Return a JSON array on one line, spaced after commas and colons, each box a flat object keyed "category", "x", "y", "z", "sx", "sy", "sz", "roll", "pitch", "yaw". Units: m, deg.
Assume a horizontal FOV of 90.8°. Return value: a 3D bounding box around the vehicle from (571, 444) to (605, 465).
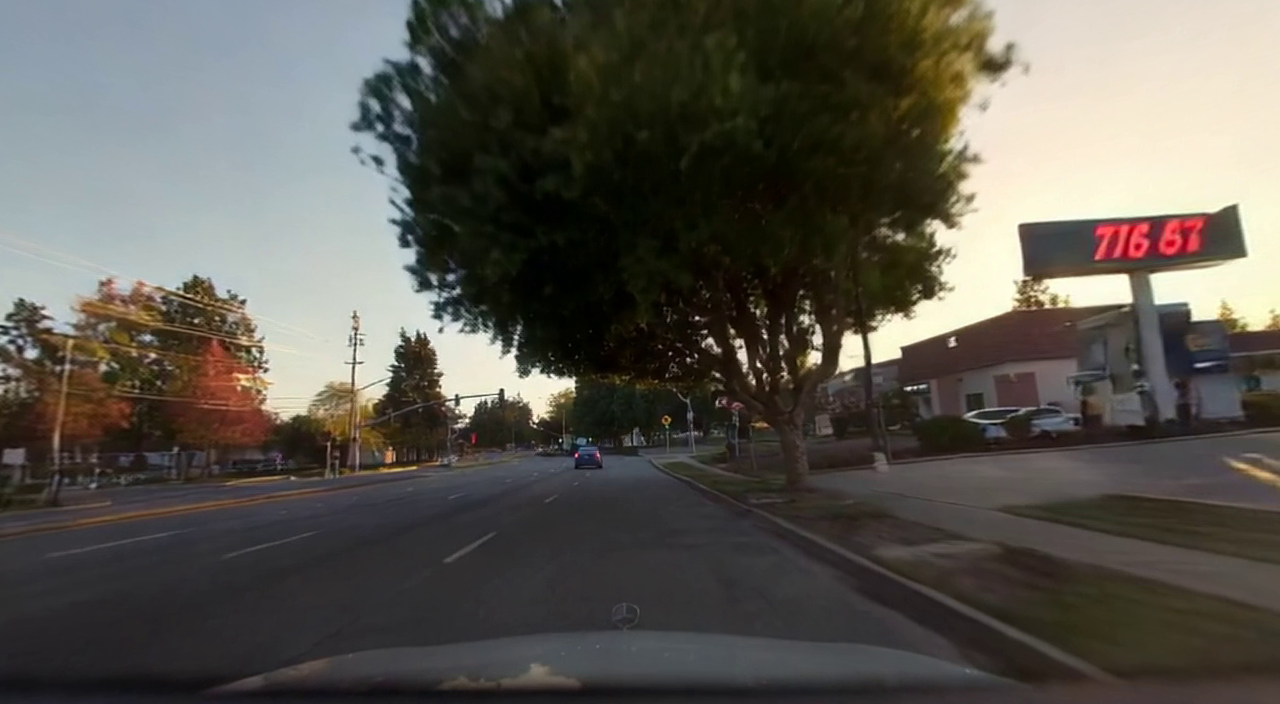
[{"category": "vehicle", "x": -3.700, "y": 7.392, "z": 45.733, "sx": 2.054, "sy": 1.449, "sz": 4.772, "roll": 0, "pitch": -8, "yaw": 1}]
